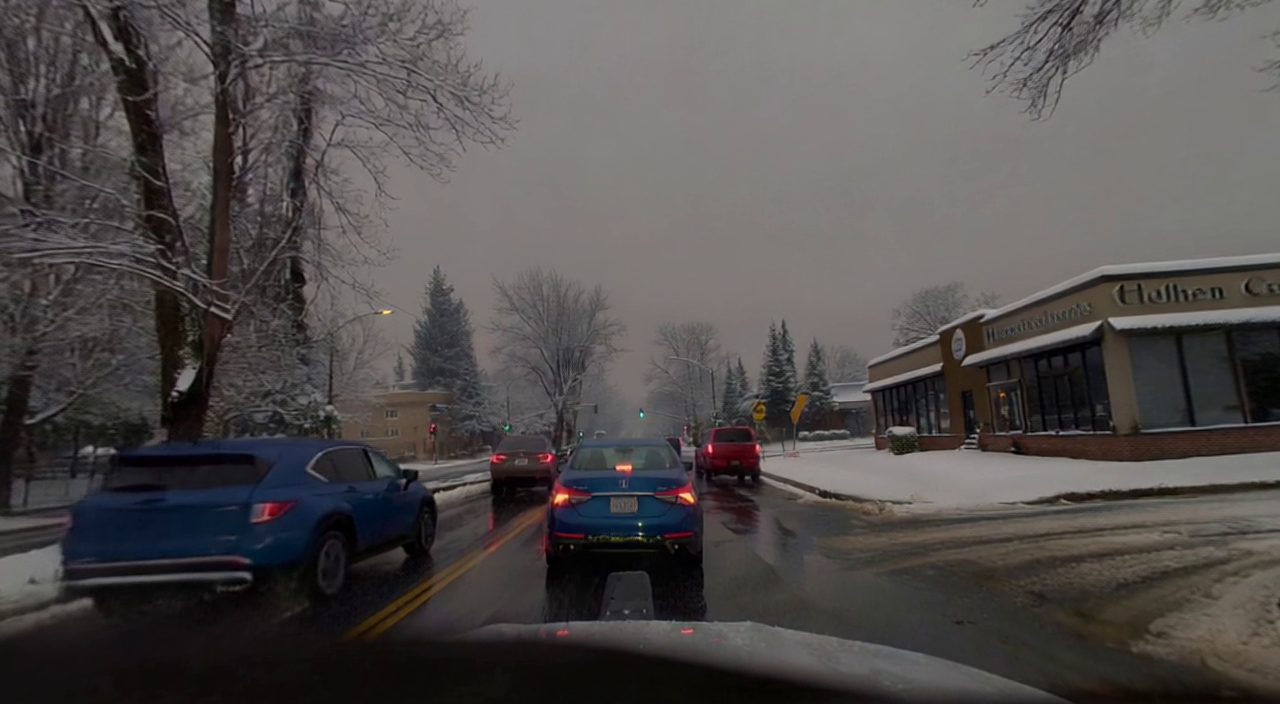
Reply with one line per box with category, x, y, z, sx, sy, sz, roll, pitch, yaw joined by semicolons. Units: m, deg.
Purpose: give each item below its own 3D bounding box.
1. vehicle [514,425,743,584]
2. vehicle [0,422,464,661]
vehicle;-0.119;1.747;8.040;2.160;1.482;4.037;0;-9;0
vehicle;-3.405;1.505;6.172;2.029;1.456;4.414;0;-9;1
